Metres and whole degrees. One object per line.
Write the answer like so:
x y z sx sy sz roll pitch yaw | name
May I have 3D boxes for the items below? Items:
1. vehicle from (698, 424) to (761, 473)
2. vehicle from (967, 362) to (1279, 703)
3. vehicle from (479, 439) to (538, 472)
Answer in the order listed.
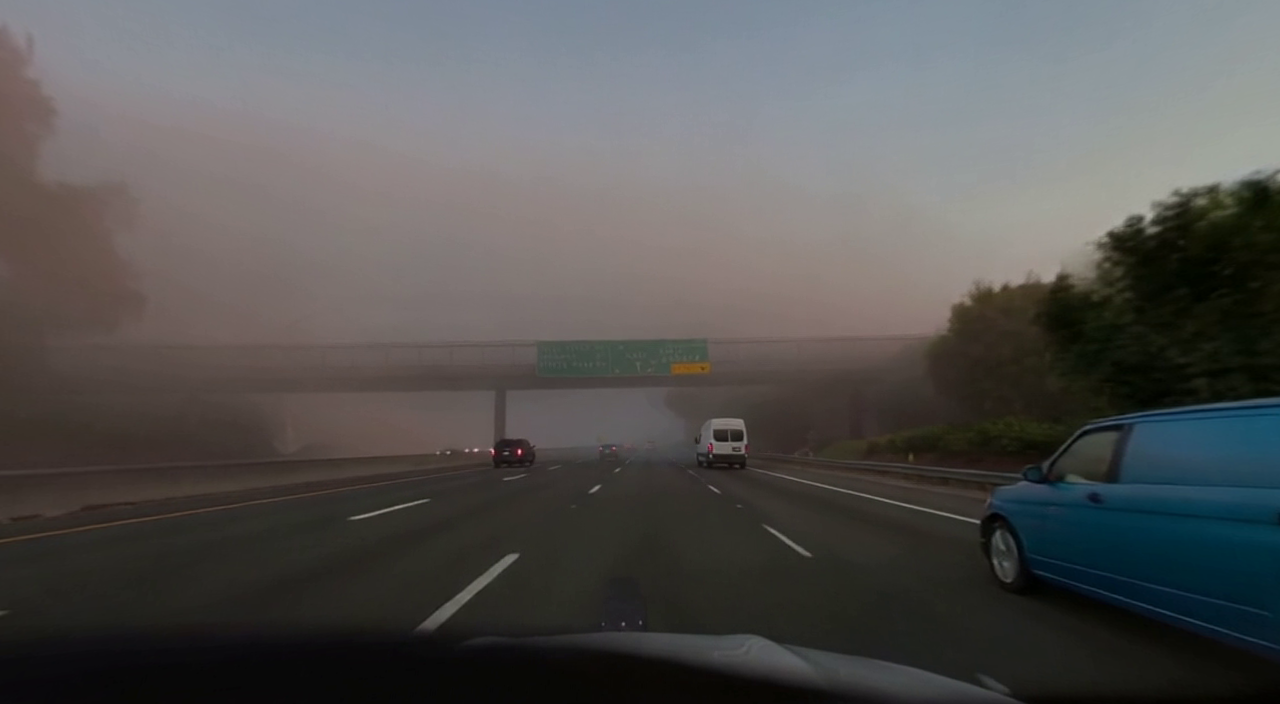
4.400 4.886 31.976 2.347 2.234 5.352 0 -8 0 | vehicle
4.107 0.981 3.568 2.100 1.690 4.536 0 -8 1 | vehicle
-6.976 5.533 33.983 2.068 1.632 4.623 -1 -8 2 | vehicle
